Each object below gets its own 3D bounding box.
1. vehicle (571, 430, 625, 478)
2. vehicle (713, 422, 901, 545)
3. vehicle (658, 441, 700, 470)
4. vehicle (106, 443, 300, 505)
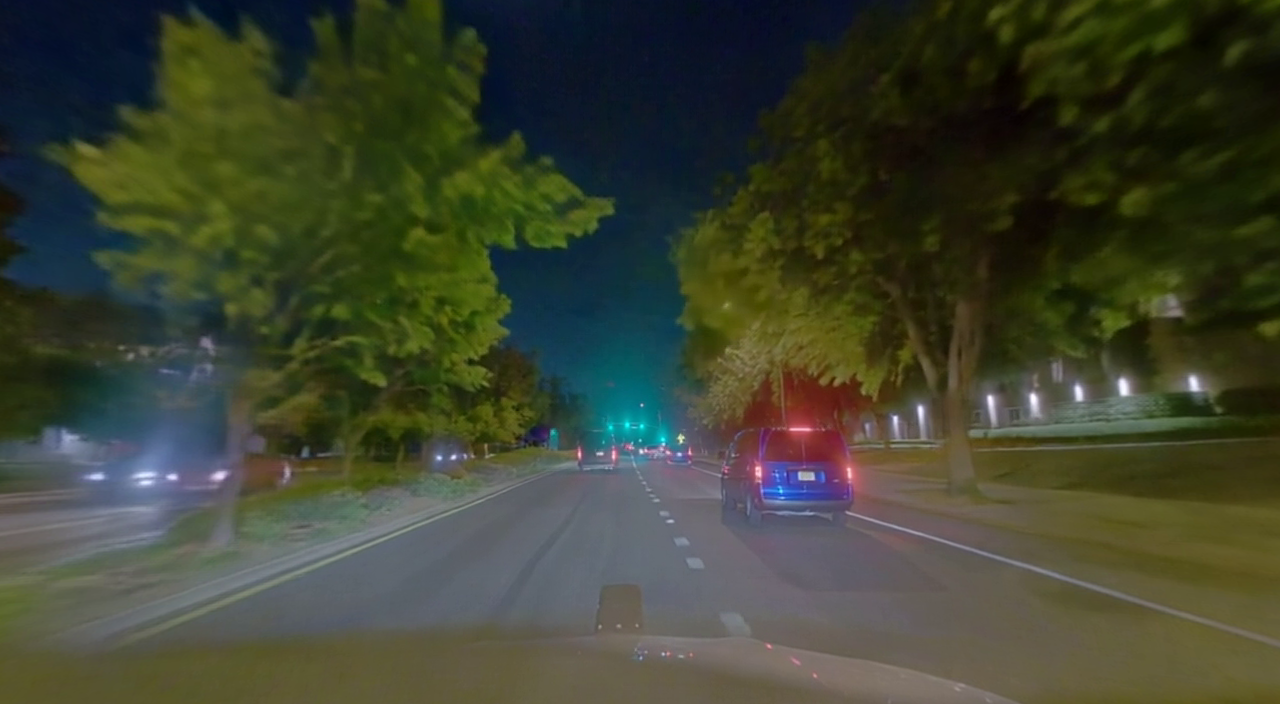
[{"bbox_3d":[-1.872,4.752,29.644,2.228,2.054,4.309,0,-9,0],"label":"vehicle"},{"bbox_3d":[2.554,2.123,10.836,1.965,1.671,4.146,0,-9,-2],"label":"vehicle"},{"bbox_3d":[2.434,6.567,40.328,2.248,1.692,4.252,0,-9,-2],"label":"vehicle"},{"bbox_3d":[-11.803,3.297,17.578,2.116,1.481,4.572,0,-9,0],"label":"vehicle"}]
